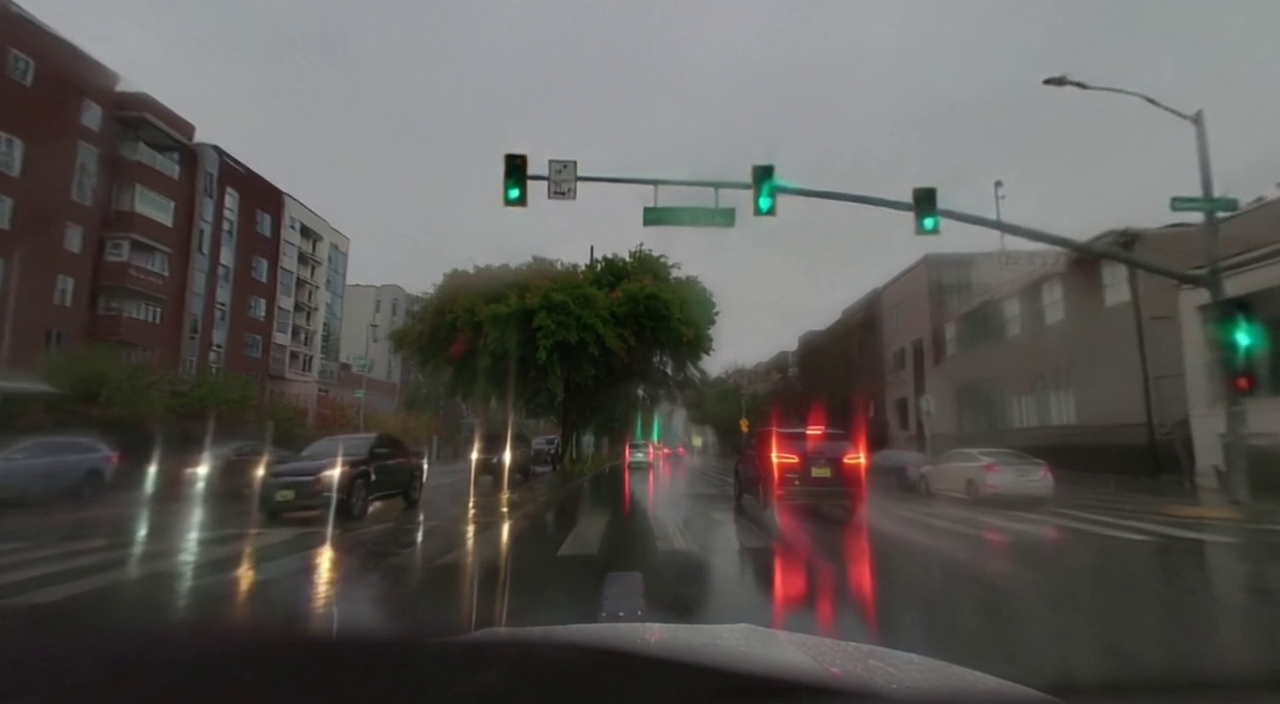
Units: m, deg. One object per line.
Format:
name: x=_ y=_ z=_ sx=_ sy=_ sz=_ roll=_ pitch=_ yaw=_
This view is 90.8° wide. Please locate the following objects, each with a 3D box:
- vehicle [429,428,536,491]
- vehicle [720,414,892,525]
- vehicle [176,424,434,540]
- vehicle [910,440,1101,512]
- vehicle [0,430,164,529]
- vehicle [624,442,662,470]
vehicle: x=-4.980 y=3.484 z=20.853 sx=2.275 sy=1.816 sz=4.923 roll=0 pitch=-8 yaw=0
vehicle: x=3.116 y=2.332 z=13.147 sx=2.129 sy=1.844 sz=4.767 roll=0 pitch=-8 yaw=-2
vehicle: x=-5.529 y=2.217 z=11.399 sx=2.062 sy=1.532 sz=4.830 roll=-2 pitch=-9 yaw=0
vehicle: x=9.081 y=3.072 z=16.368 sx=1.962 sy=1.542 sz=4.999 roll=0 pitch=-8 yaw=0
vehicle: x=-11.732 y=2.303 z=11.657 sx=2.001 sy=1.638 sz=4.980 roll=0 pitch=-8 yaw=0
vehicle: x=0.122 y=6.044 z=36.939 sx=2.059 sy=1.492 sz=4.033 roll=0 pitch=-8 yaw=-1
